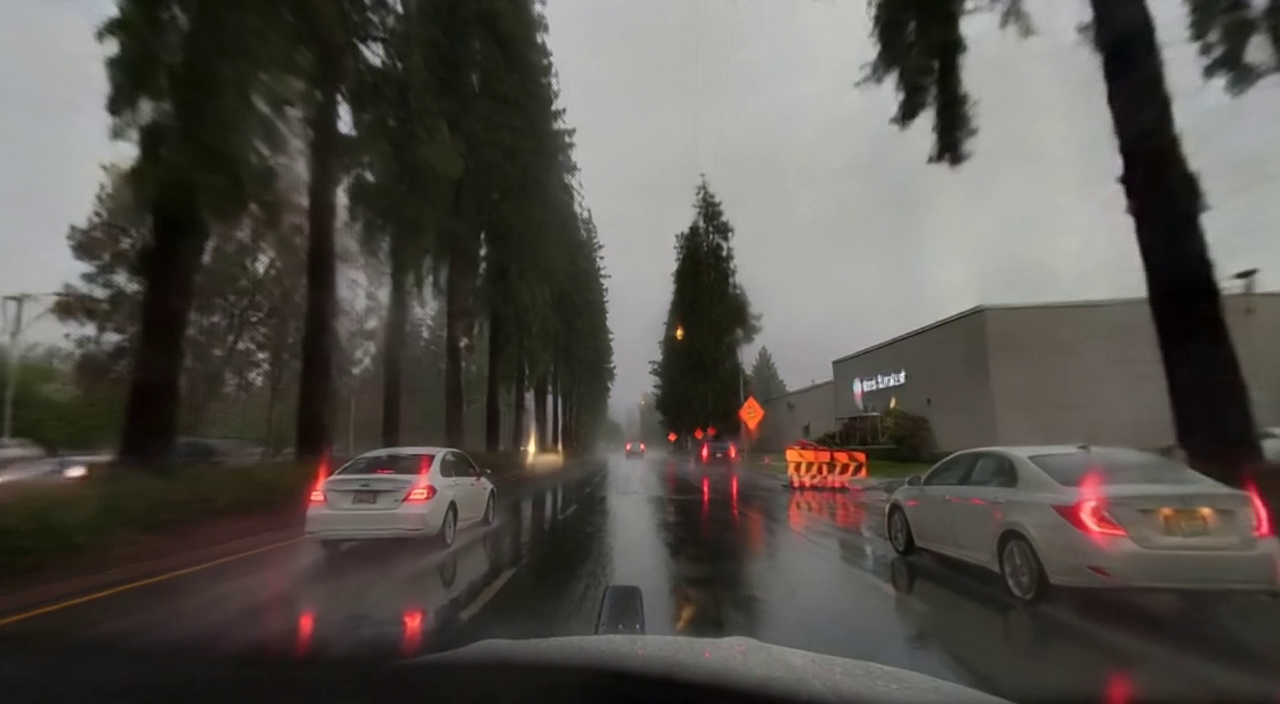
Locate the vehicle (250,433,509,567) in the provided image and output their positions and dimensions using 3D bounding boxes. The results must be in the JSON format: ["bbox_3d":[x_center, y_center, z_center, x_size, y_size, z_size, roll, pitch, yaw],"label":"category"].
[{"bbox_3d":[-3.343,1.966,9.157,2.020,1.474,4.098,0,-9,0],"label":"vehicle"}]

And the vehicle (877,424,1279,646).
[{"bbox_3d":[4.034,1.537,6.250,1.827,1.491,3.743,0,-9,-1],"label":"vehicle"}]

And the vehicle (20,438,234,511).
[{"bbox_3d":[-14.399,3.430,18.249,2.100,1.812,4.798,0,-9,0],"label":"vehicle"}]

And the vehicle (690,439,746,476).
[{"bbox_3d":[3.950,5.465,32.931,2.159,1.793,4.735,0,-9,-2],"label":"vehicle"}]
